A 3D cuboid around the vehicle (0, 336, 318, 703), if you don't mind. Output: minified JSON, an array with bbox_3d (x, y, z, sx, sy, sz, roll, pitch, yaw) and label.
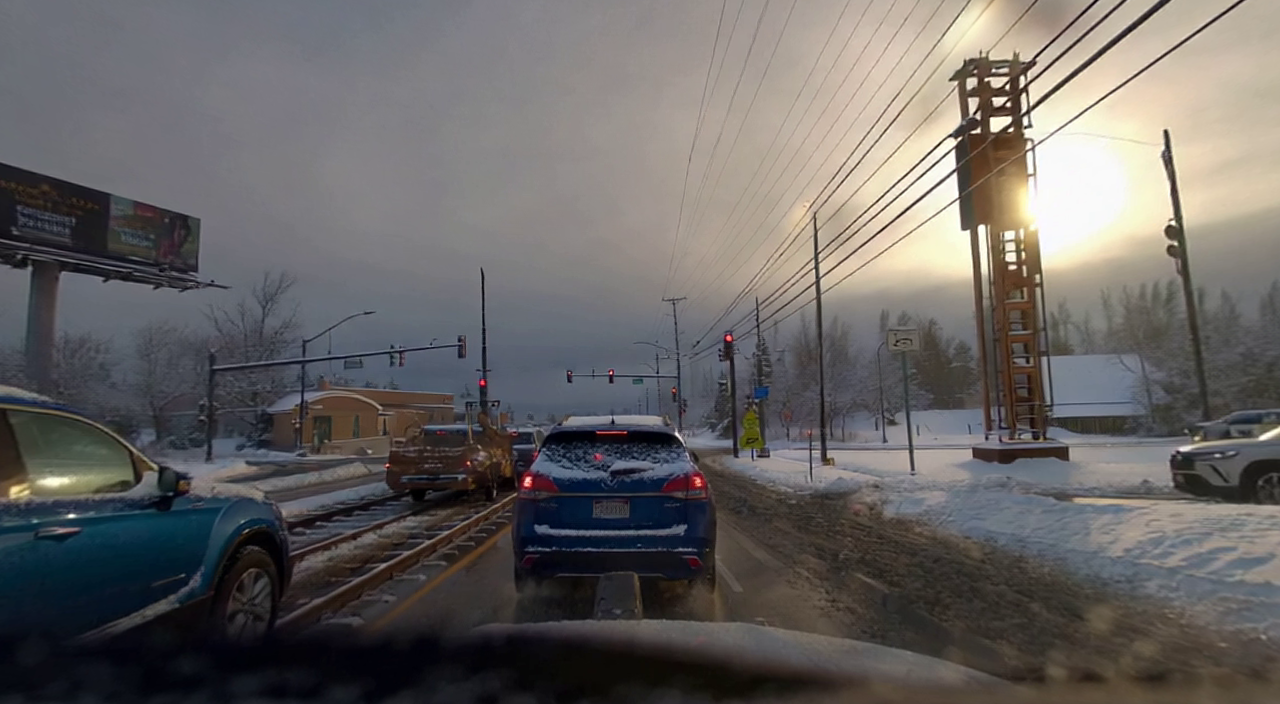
[{"bbox_3d":[-3.936,0.874,3.059,2.052,1.814,5.184,0,-9,-1],"label":"vehicle"}]

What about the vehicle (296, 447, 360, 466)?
[{"bbox_3d":[-24.208,8.095,49.074,4.357,1.444,1.842,-3,-9,19],"label":"vehicle"}]

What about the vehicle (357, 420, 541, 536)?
[{"bbox_3d":[-3.158,2.183,11.514,1.988,1.678,4.317,0,-9,0],"label":"vehicle"}]

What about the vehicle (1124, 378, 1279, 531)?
[{"bbox_3d":[9.608,1.310,8.200,5.060,1.702,2.033,1,-9,-4],"label":"vehicle"}]

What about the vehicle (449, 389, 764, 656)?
[{"bbox_3d":[-0.215,1.379,5.997,2.025,1.723,3.644,0,-9,0],"label":"vehicle"}]
